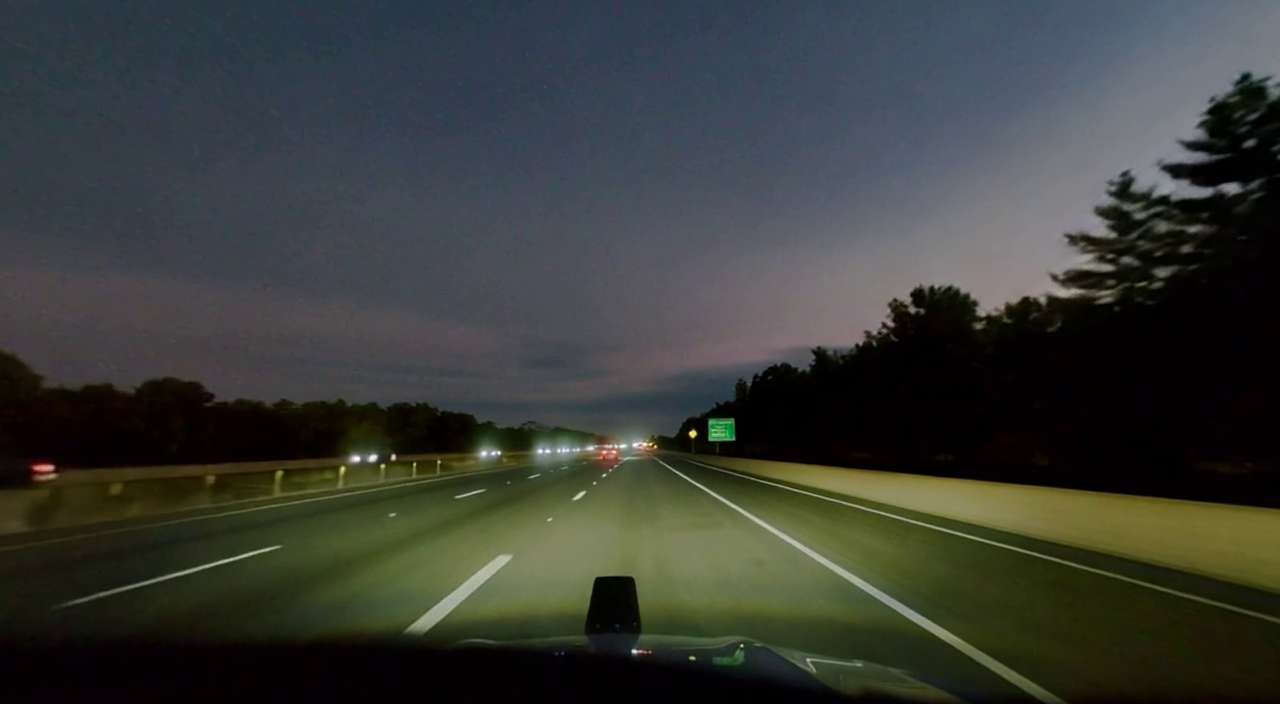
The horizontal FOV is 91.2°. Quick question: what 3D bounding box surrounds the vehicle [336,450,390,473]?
[{"bbox_3d":[-19.168,7.566,43.529,1.814,1.465,4.024,0,-9,1],"label":"vehicle"}]
